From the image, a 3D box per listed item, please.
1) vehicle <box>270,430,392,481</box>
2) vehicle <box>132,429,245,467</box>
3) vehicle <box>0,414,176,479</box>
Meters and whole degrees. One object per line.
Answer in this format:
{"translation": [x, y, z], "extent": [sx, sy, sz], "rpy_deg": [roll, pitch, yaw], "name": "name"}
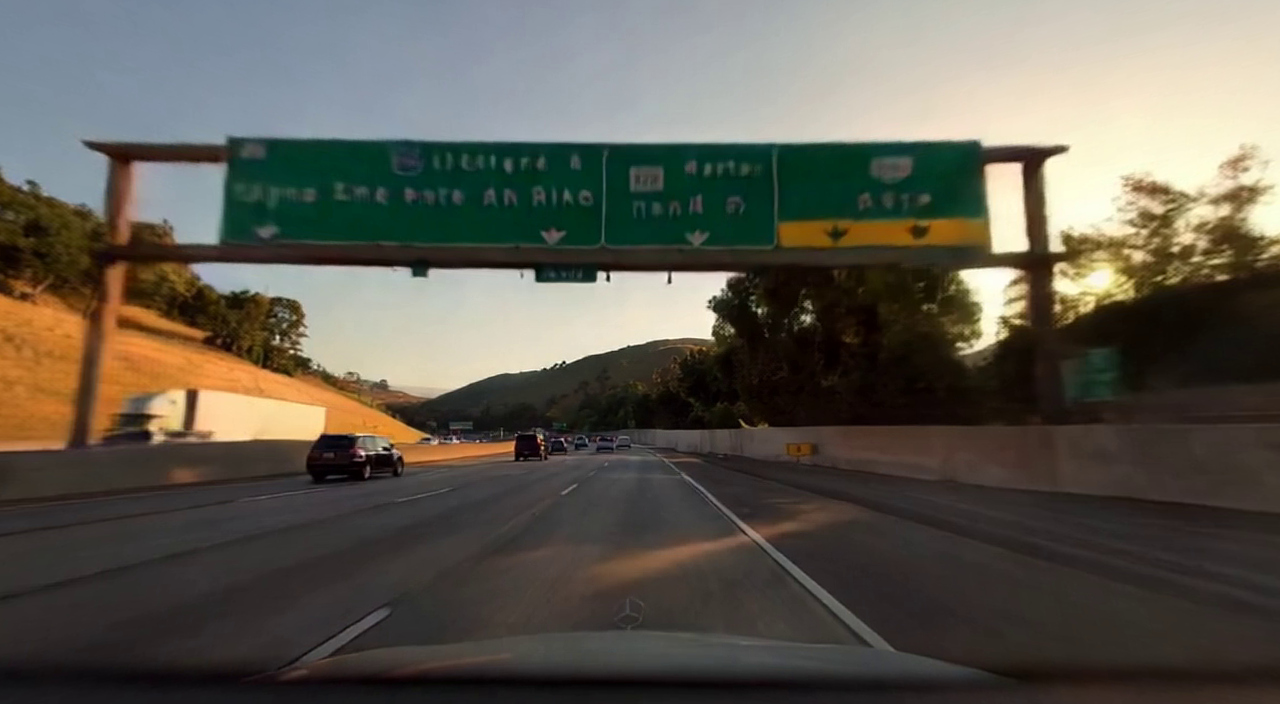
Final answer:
{"translation": [-10.901, 3.696, 22.581], "extent": [2.001, 1.625, 4.528], "rpy_deg": [0, -8, 1], "name": "vehicle"}
{"translation": [-21.708, 4.665, 30.489], "extent": [2.006, 1.682, 4.664], "rpy_deg": [0, -8, 0], "name": "vehicle"}
{"translation": [-18.298, 3.057, 20.375], "extent": [2.179, 1.790, 5.517], "rpy_deg": [0, -8, 1], "name": "vehicle"}
